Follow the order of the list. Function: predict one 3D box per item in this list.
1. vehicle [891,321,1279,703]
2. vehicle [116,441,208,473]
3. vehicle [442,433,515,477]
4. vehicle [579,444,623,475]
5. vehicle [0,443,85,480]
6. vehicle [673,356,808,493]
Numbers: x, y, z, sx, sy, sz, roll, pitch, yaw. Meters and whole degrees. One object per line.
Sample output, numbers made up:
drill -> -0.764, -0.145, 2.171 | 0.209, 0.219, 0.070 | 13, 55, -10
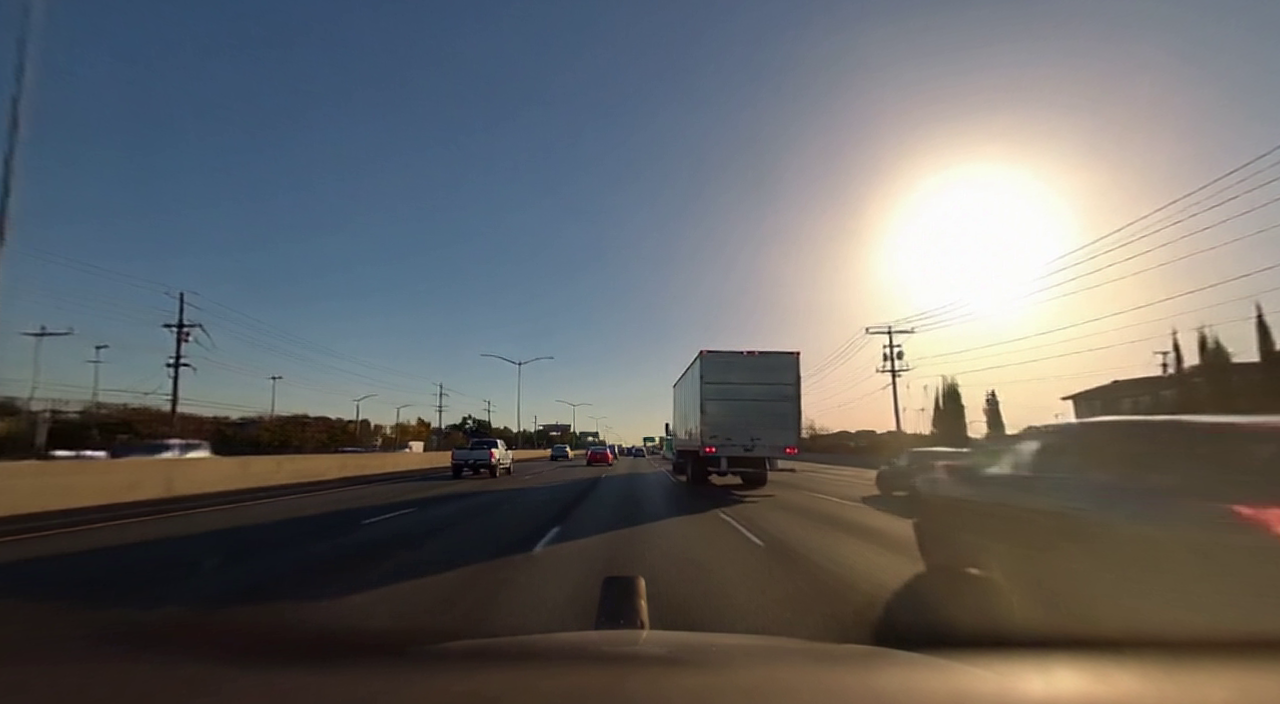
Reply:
vehicle -> 3.492, 0.952, 3.470 | 2.182, 1.782, 4.800 | 0, -9, -1
vehicle -> -22.865, 5.021, 30.303 | 1.583, 1.457, 3.580 | 0, -9, 0
vehicle -> -7.297, 4.704, 28.998 | 2.147, 1.825, 4.602 | 0, -9, 0
vehicle -> -2.056, 5.789, 34.134 | 2.060, 1.508, 4.308 | 0, -9, 1
vehicle -> -26.166, 4.618, 26.856 | 1.613, 1.449, 3.631 | 0, -9, 0
vehicle -> 3.177, 2.931, 23.956 | 3.045, 3.923, 11.834 | 0, -9, -1
